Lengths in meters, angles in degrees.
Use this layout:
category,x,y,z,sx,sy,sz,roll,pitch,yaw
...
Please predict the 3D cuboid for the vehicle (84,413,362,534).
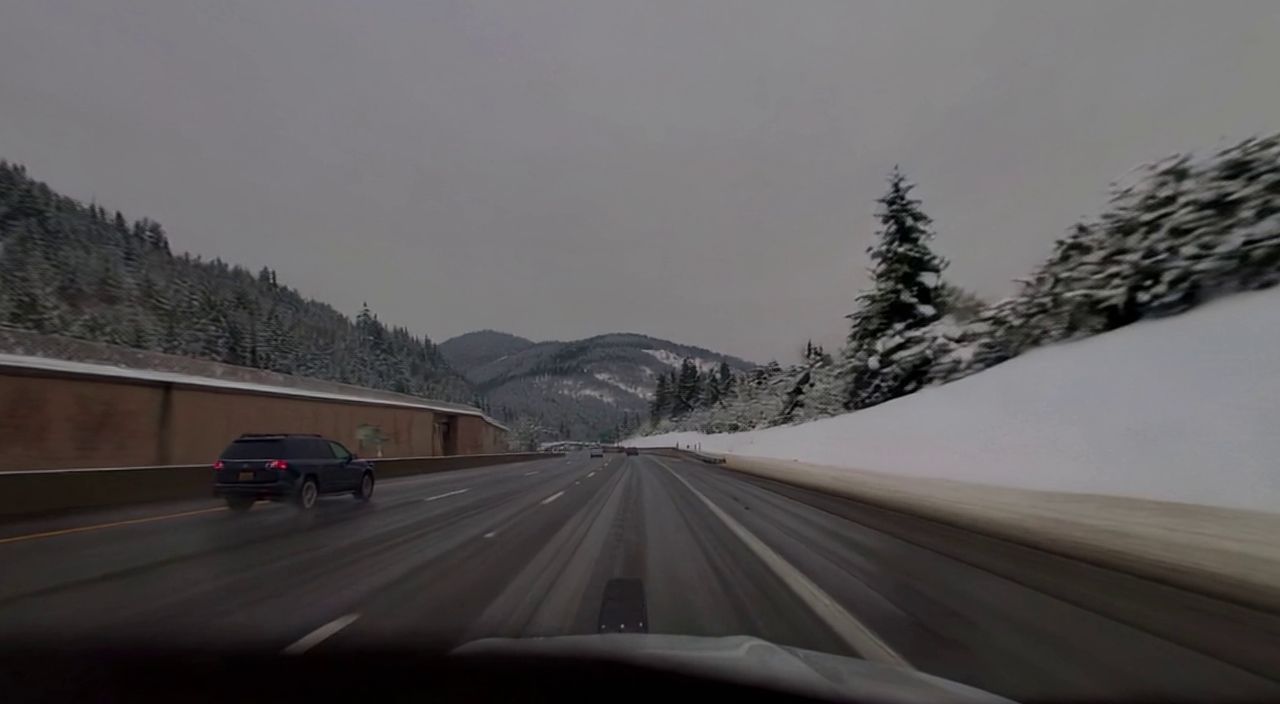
category,x,y,z,sx,sy,sz,roll,pitch,yaw
vehicle,-7.841,2.338,12.703,2.151,1.925,4.945,0,-9,0
